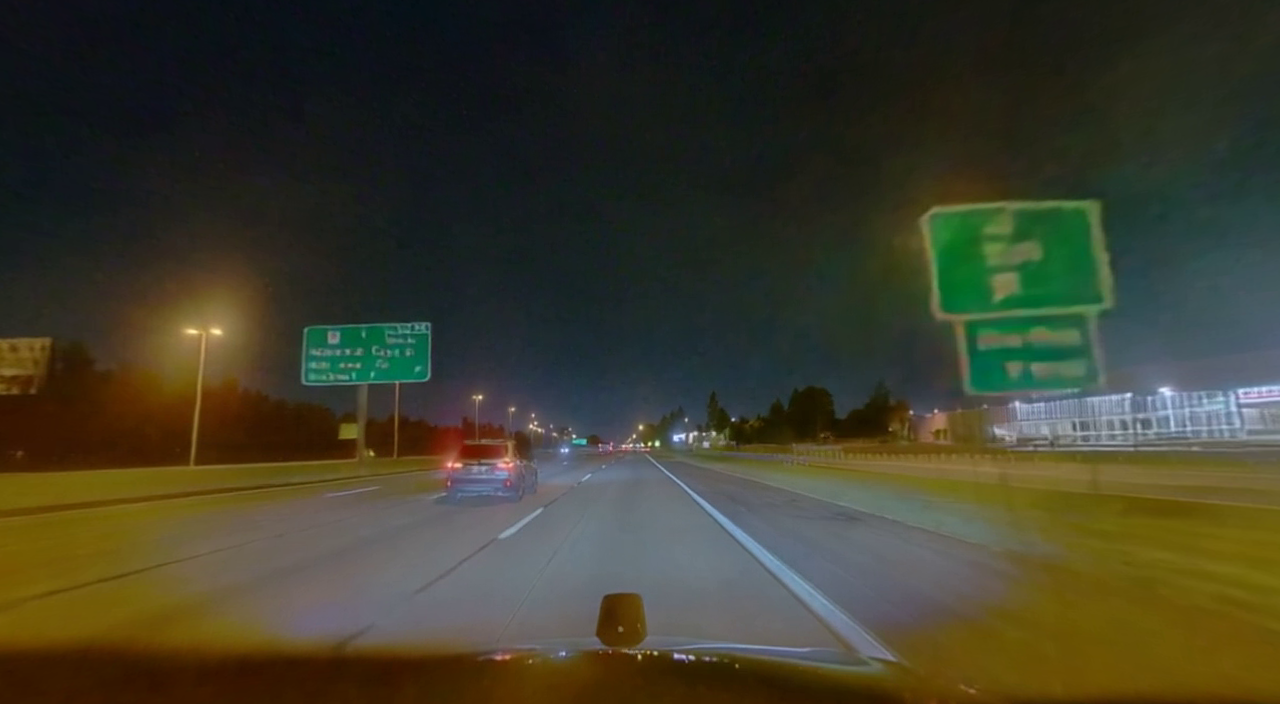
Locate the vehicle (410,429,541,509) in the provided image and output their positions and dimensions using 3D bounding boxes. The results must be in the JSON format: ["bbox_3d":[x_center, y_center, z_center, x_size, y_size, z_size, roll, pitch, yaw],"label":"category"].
[{"bbox_3d":[-4.053,2.961,16.522,2.150,1.761,4.697,0,-8,0],"label":"vehicle"}]
